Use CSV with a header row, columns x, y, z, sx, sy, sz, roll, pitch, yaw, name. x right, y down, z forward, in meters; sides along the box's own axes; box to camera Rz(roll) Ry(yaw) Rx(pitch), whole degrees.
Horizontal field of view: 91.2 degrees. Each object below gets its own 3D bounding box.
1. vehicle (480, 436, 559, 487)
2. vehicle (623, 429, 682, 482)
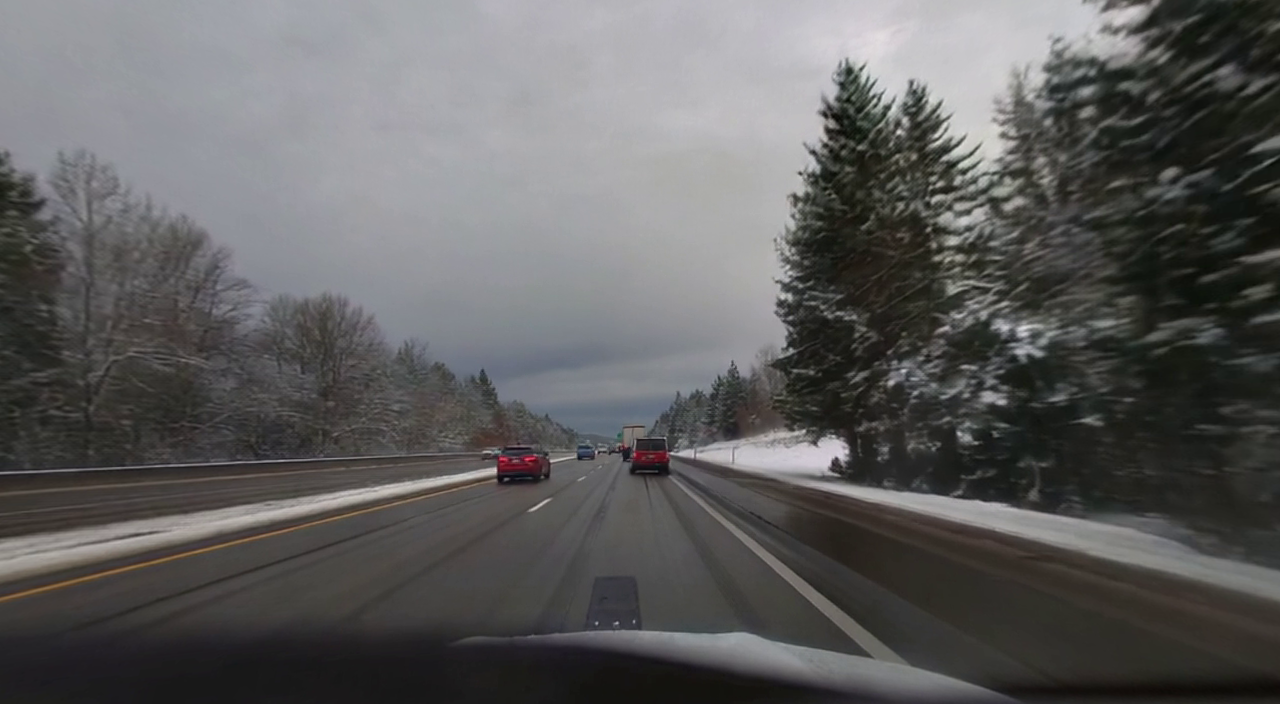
x,y,z,sx,sy,sz,roll,pitch,yaw,name
-4.349,4.015,23.275,2.088,1.688,4.365,0,-9,0,vehicle
0.425,4.244,25.821,2.179,1.930,4.538,0,-9,-1,vehicle
